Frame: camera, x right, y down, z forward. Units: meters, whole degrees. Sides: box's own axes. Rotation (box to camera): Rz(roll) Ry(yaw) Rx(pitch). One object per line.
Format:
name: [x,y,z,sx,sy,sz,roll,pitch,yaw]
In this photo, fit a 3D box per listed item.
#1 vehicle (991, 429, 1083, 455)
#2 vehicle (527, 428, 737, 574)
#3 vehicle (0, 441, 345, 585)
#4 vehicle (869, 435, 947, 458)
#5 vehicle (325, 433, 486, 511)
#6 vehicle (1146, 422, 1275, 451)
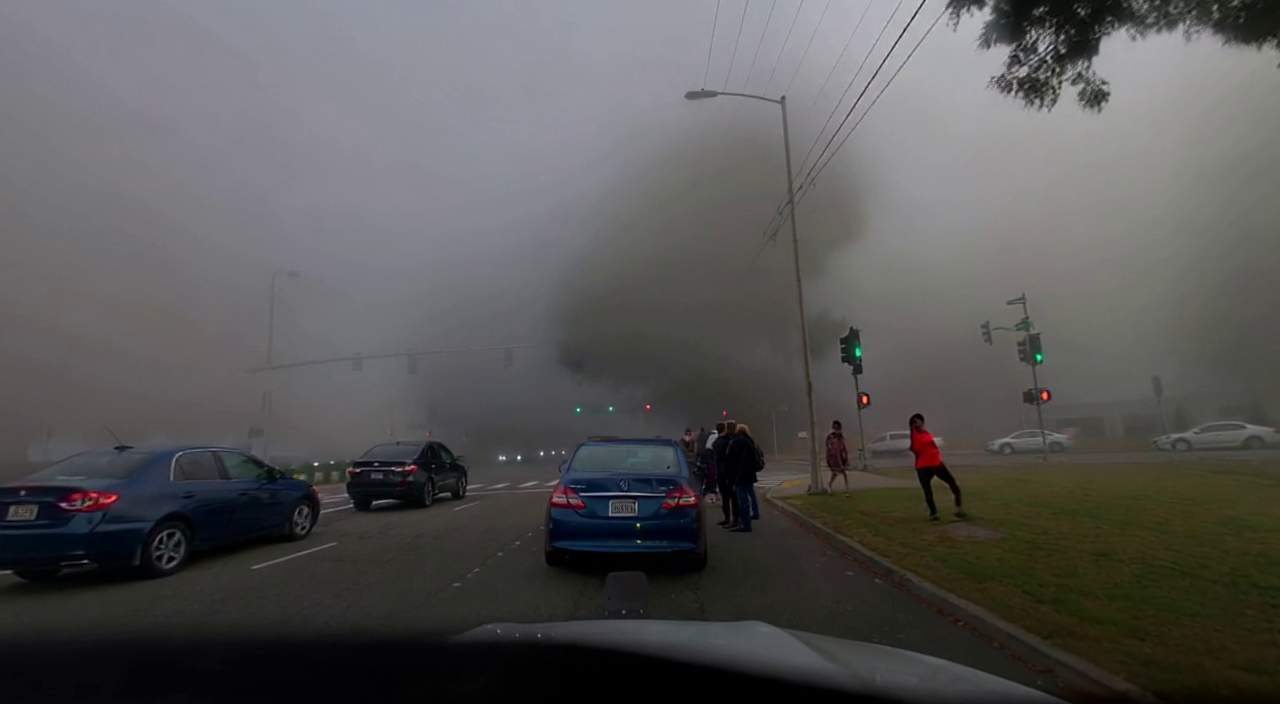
vehicle: [23.785,5.435,37.759,4.454,1.440,1.816,-5,-10,30]
vehicle: [-0.056,1.866,8.677,2.182,1.501,4.150,0,-9,1]
vehicle: [-6.342,2.076,9.025,1.948,1.530,4.283,0,-9,3]
vehicle: [17.549,6.195,41.111,4.441,1.452,1.798,-5,-10,30]
vehicle: [-6.171,3.225,17.422,2.230,1.811,5.183,-1,-9,3]
vehicle: [30.524,4.593,33.812,4.739,1.472,1.804,-5,-10,29]
